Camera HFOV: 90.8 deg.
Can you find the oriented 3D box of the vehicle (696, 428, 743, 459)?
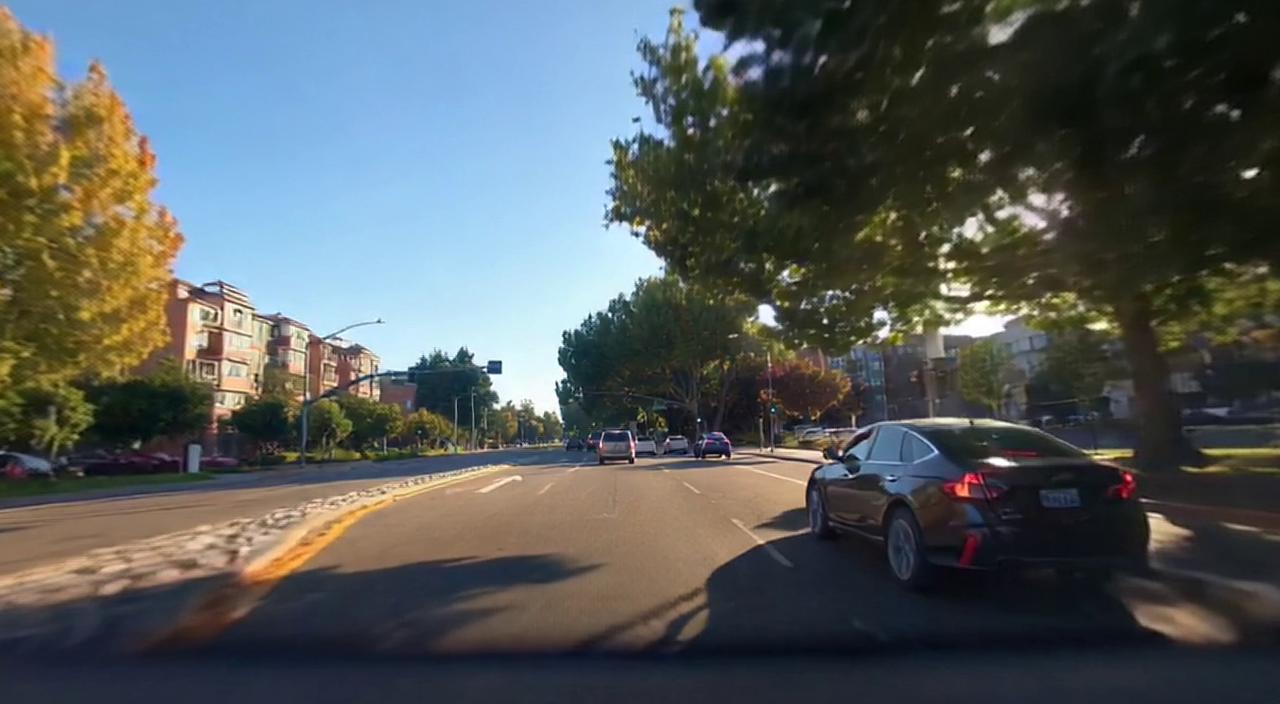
[{"bbox_3d":[5.230,6.114,42.372,2.052,1.886,5.297,1,-8,-4],"label":"vehicle"}]

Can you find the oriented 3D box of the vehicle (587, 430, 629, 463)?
[{"bbox_3d":[-1.744,5.053,33.930,2.101,1.641,4.341,1,-8,-3],"label":"vehicle"}]

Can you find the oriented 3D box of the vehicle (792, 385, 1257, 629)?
[{"bbox_3d":[3.232,1.387,6.754,1.893,1.664,4.670,0,-8,-2],"label":"vehicle"}]
